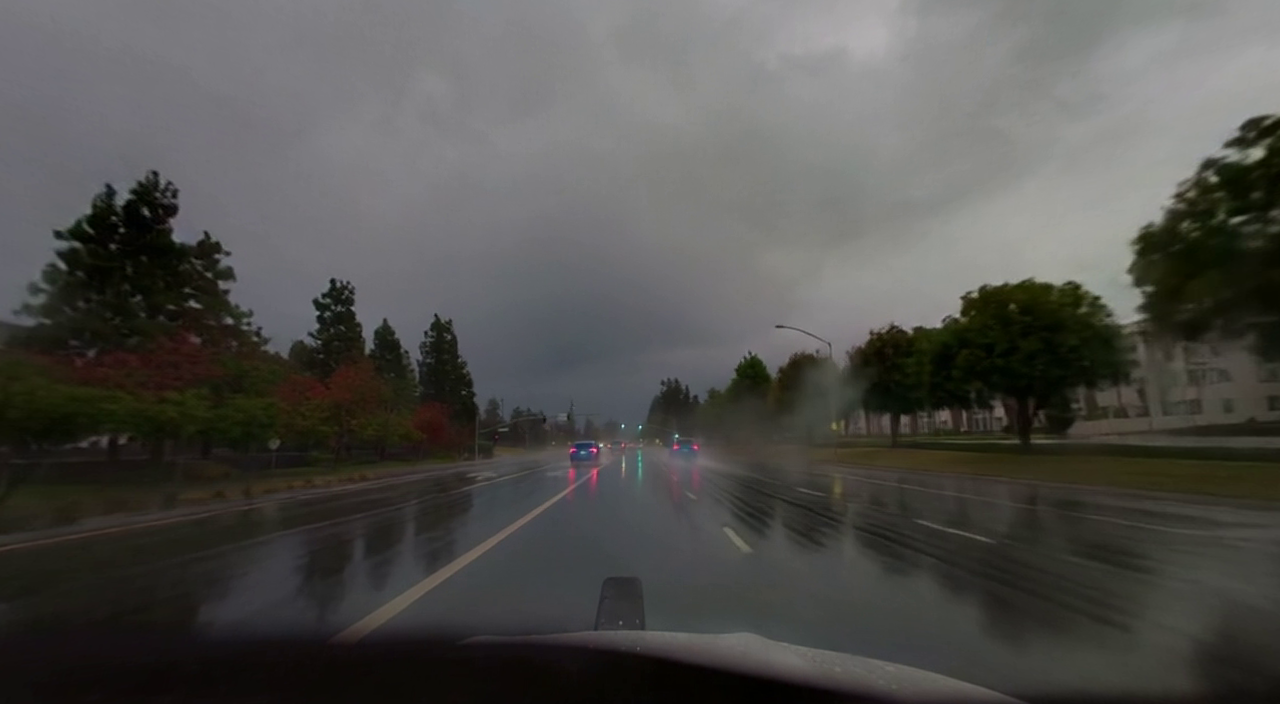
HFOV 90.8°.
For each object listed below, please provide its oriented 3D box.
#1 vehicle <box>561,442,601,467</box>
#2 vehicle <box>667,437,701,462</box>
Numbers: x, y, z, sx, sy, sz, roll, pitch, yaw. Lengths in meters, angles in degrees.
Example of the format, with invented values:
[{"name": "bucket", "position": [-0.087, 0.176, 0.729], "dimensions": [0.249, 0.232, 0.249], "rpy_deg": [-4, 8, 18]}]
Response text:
[{"name": "vehicle", "position": [-3.687, 6.505, 40.316], "dimensions": [2.112, 1.471, 4.212], "rpy_deg": [0, -8, 1]}, {"name": "vehicle", "position": [3.127, 6.994, 45.477], "dimensions": [2.072, 1.696, 4.177], "rpy_deg": [0, -8, -1]}]
